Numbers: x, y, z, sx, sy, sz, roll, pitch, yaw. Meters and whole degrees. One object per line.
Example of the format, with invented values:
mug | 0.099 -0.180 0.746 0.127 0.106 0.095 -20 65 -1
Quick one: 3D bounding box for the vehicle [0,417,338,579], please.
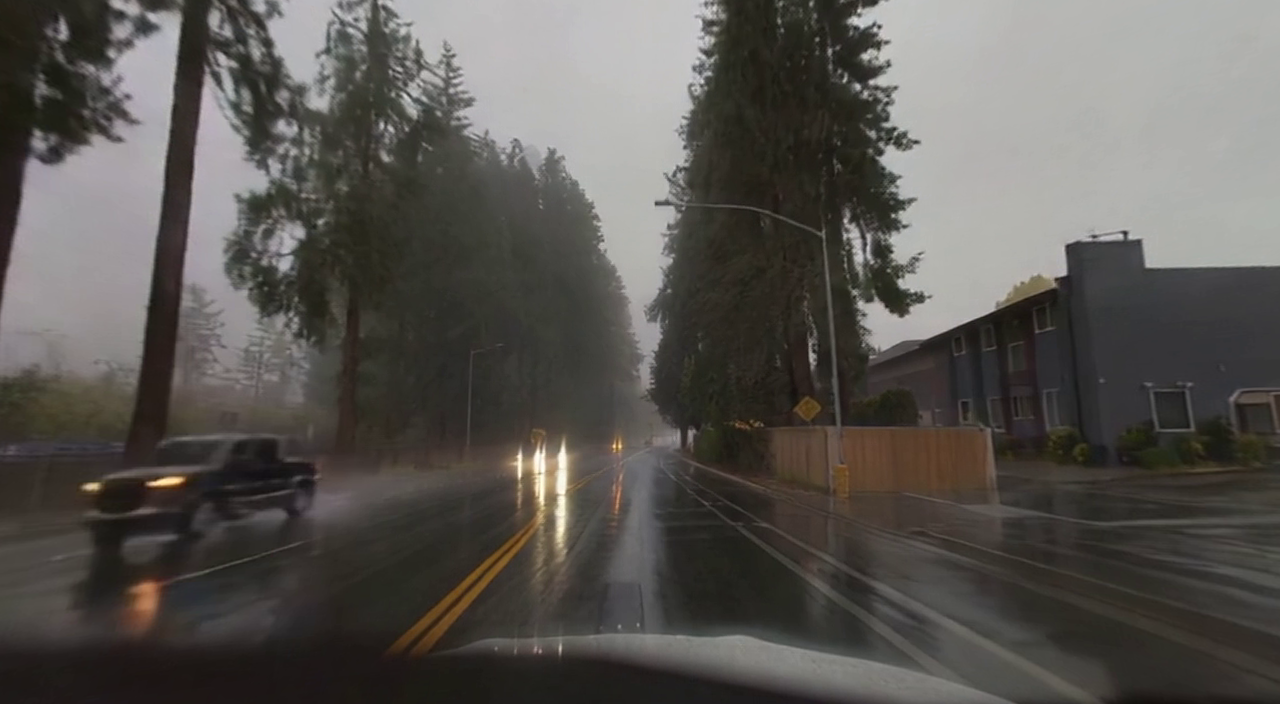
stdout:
vehicle | -6.967 2.112 10.035 2.063 1.859 4.812 -2 -8 -2
